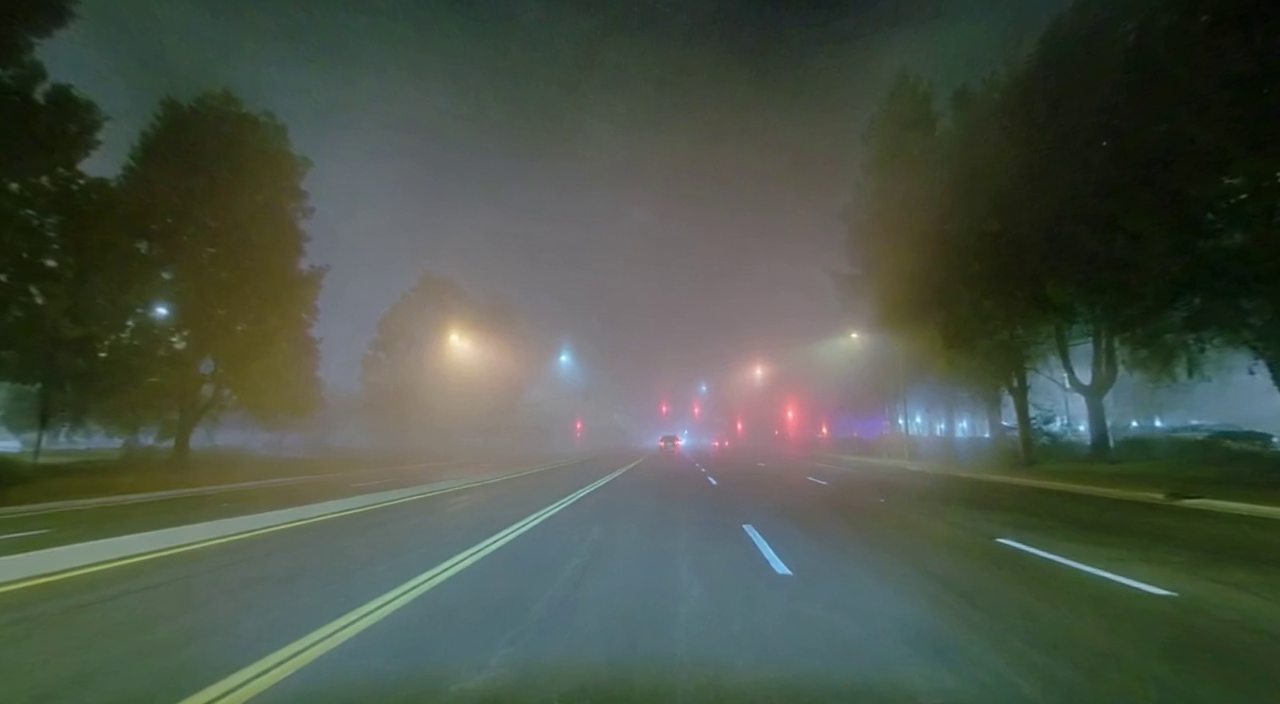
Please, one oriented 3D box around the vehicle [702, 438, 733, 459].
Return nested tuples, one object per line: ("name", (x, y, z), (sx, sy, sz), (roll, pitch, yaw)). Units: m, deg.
("vehicle", (5.724, 7.208, 47.202), (1.998, 1.460, 3.898), (-1, -8, 3))
